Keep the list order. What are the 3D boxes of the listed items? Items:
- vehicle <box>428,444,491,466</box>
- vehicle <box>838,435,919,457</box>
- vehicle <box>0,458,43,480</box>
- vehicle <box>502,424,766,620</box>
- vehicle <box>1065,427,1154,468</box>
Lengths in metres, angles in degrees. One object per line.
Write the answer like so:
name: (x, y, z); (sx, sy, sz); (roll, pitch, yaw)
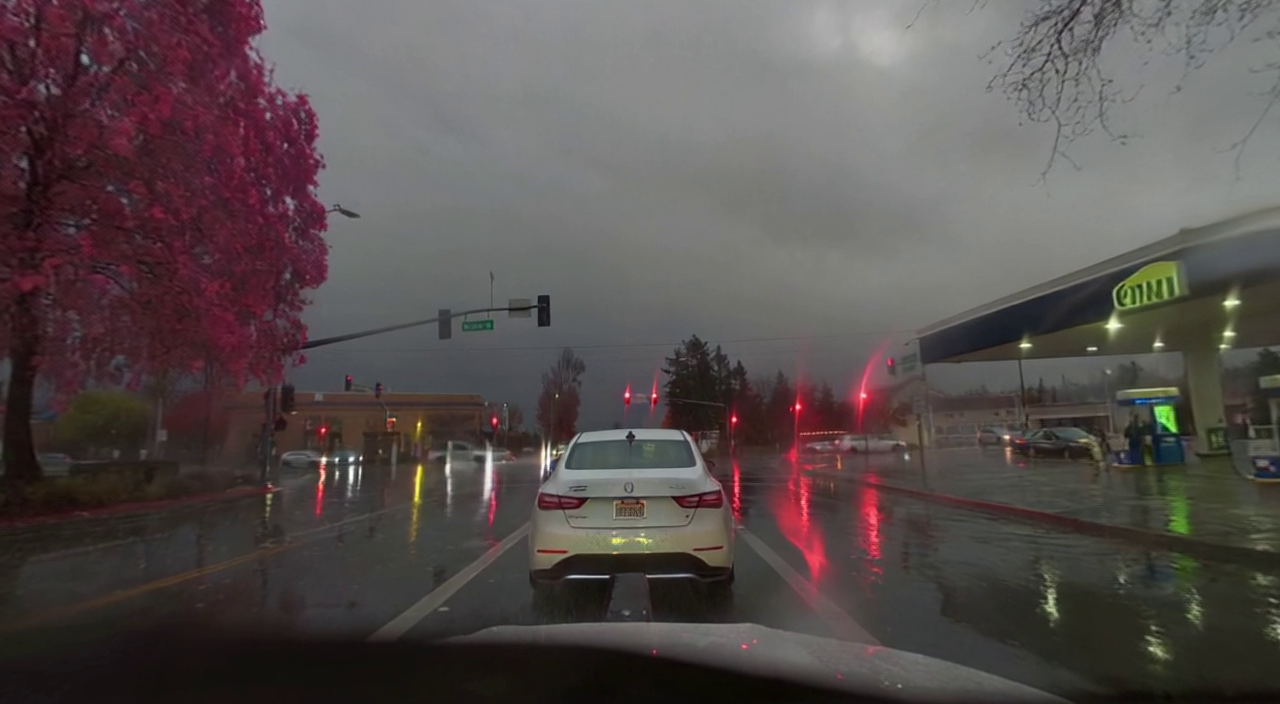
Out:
vehicle: (-13.097, 7.461, 45.838); (3.975, 1.563, 1.755); (-1, -8, 5)
vehicle: (16.483, 6.537, 43.690); (4.813, 1.455, 1.889); (-1, -8, 3)
vehicle: (-44.862, 8.176, 44.163); (4.380, 1.409, 1.841); (-1, -8, 5)
vehicle: (-0.043, 1.600, 6.908); (2.010, 1.482, 4.057); (0, -8, 0)
vehicle: (18.599, 3.755, 24.884); (4.091, 1.495, 2.053); (8, -12, -44)
